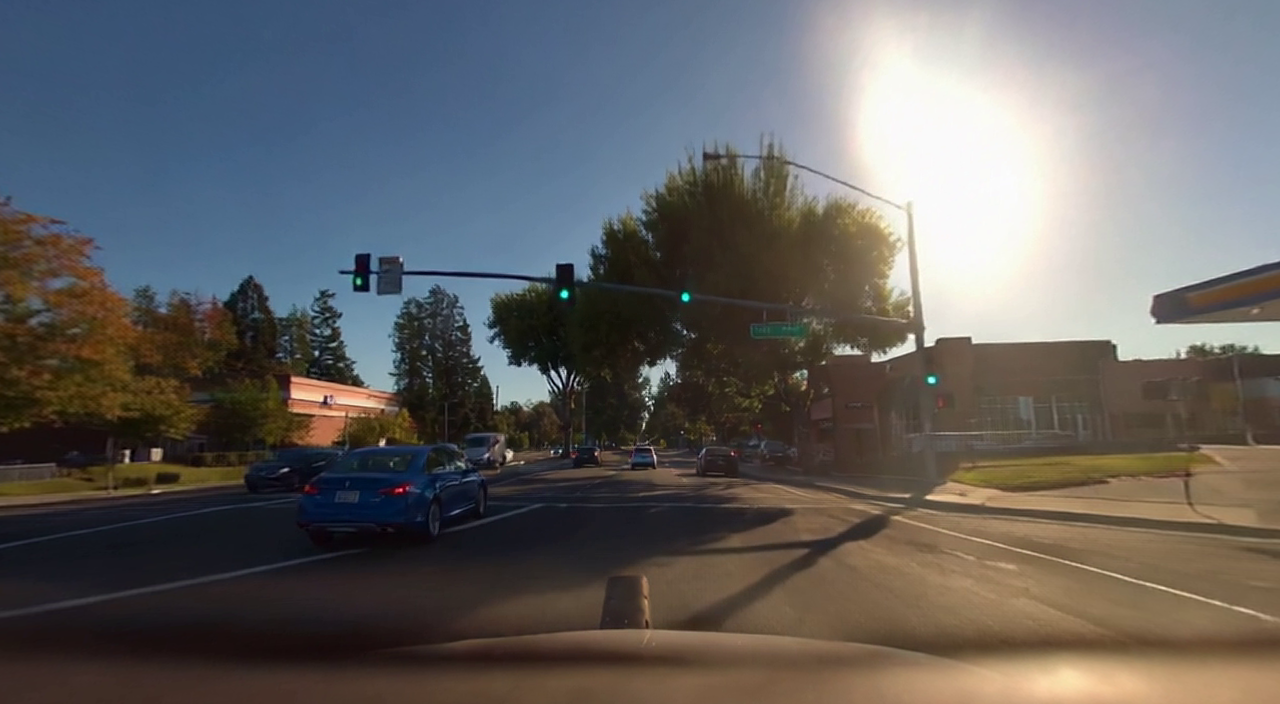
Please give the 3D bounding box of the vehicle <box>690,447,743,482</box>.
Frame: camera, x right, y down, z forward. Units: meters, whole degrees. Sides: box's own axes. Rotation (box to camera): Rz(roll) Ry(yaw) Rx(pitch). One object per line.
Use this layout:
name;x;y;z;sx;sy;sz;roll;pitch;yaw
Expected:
vehicle;3.411;5.074;28.816;1.883;1.465;3.975;0;-8;0

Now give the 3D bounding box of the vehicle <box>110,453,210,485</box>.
vehicle;-32.997;8.033;43.648;2.197;1.842;5.801;0;-8;2

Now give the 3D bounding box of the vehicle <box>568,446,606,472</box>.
vehicle;-3.151;6.488;38.342;1.841;1.474;4.038;0;-8;2

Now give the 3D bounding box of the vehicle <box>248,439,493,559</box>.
vehicle;-3.878;2.151;10.089;1.803;1.463;4.422;0;-8;2
